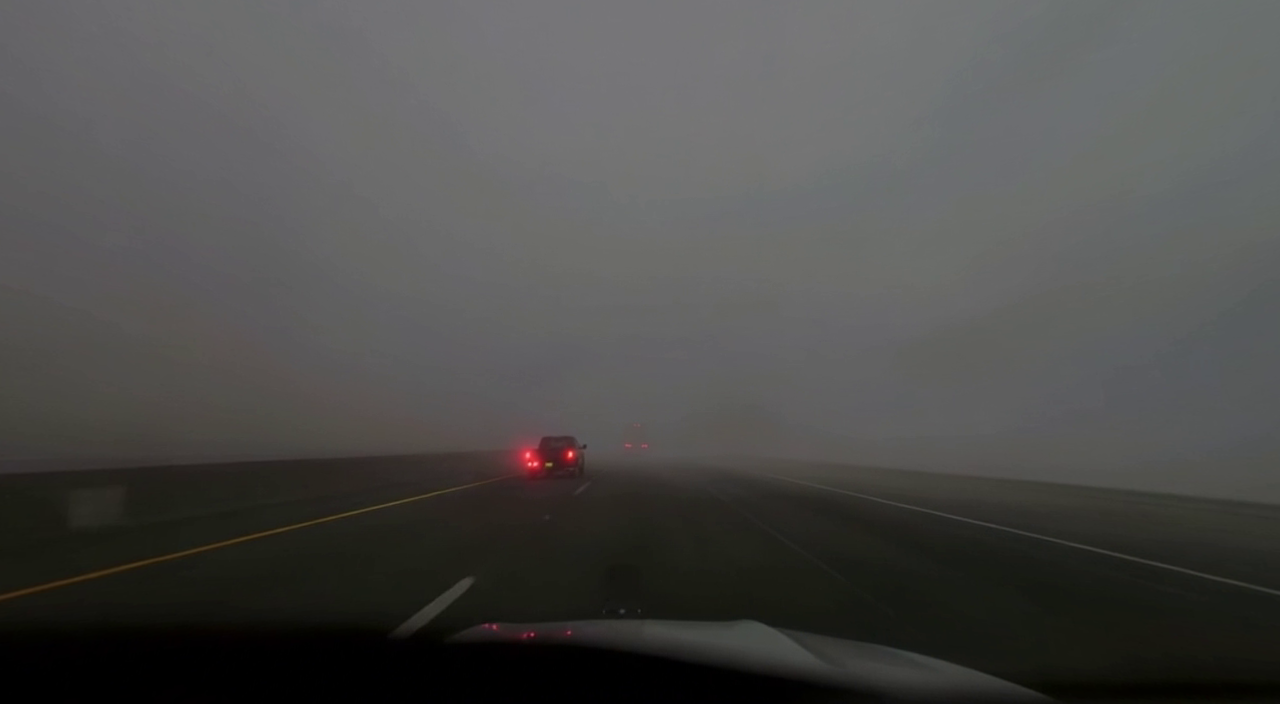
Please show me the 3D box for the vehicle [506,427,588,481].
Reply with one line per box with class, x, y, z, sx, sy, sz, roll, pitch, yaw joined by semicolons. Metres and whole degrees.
vehicle;-3.560;4.047;25.288;2.379;1.918;5.504;0;-8;1
